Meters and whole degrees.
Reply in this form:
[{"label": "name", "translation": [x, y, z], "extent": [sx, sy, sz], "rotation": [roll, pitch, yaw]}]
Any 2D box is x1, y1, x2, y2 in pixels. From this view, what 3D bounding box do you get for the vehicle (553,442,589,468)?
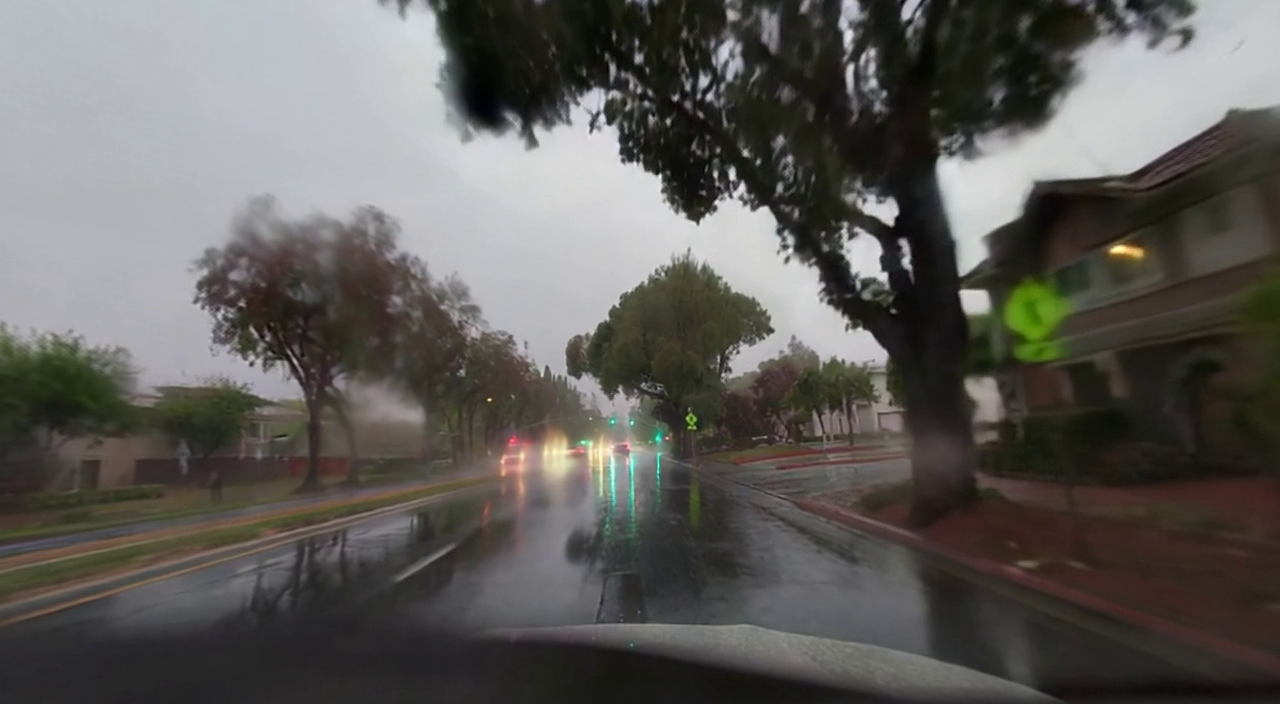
[{"label": "vehicle", "translation": [-4.739, 7.168, 44.101], "extent": [2.065, 1.714, 4.272], "rotation": [0, -8, 0]}]
